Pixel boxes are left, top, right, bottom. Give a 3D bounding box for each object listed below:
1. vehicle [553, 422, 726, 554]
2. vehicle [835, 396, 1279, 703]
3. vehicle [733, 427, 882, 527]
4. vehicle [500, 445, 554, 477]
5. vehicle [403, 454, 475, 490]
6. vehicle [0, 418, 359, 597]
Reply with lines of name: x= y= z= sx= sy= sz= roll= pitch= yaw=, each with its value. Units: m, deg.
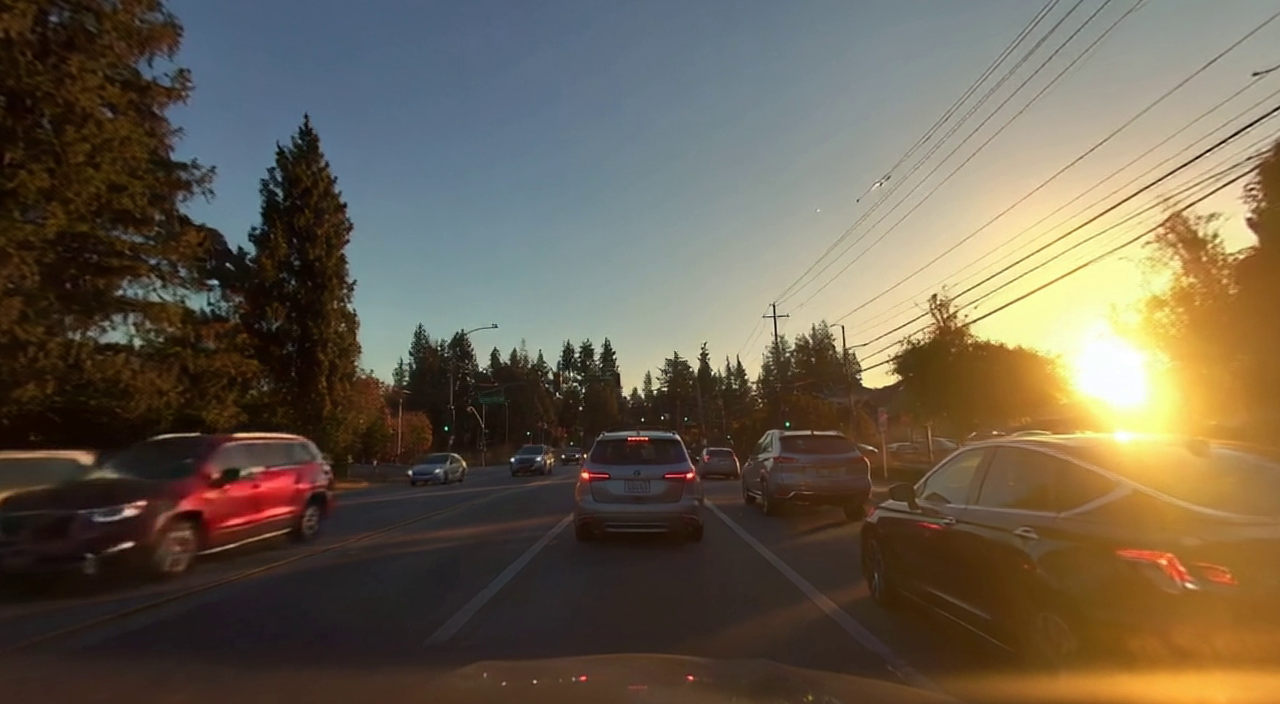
vehicle: x=0.012 y=2.039 z=10.144 sx=2.200 sy=1.653 sz=4.127 roll=0 pitch=-8 yaw=1
vehicle: x=2.867 y=1.181 z=3.943 sx=1.950 sy=1.487 sz=4.275 roll=0 pitch=-8 yaw=0
vehicle: x=3.192 y=2.454 z=12.955 sx=1.914 sy=1.698 sz=4.049 roll=0 pitch=-8 yaw=0
vehicle: x=-6.464 y=6.256 z=36.527 sx=2.218 sy=1.722 sz=4.397 roll=0 pitch=-8 yaw=1
vehicle: x=-9.251 y=5.539 z=29.370 sx=1.854 sy=1.459 sz=4.288 roll=0 pitch=-8 yaw=1
vehicle: x=-6.376 y=1.999 z=9.129 sx=2.328 sy=1.861 sz=4.891 roll=0 pitch=-8 yaw=0
